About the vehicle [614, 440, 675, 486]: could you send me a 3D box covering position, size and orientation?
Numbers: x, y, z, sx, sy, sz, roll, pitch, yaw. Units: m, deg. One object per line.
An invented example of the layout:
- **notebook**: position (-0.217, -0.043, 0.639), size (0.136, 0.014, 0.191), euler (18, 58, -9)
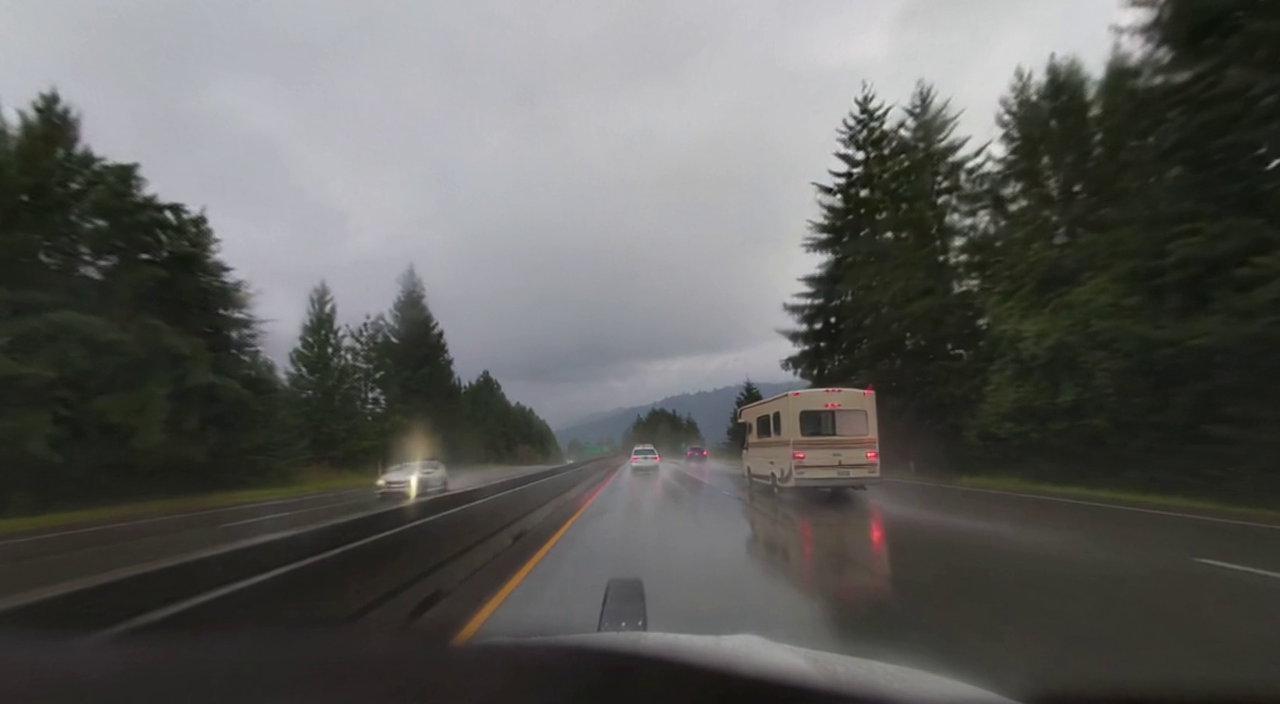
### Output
- **vehicle**: position (0.117, 4.207, 24.117), size (2.120, 1.575, 4.018), euler (0, -9, -1)

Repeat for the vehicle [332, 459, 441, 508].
- **vehicle**: position (-8.682, 4.510, 22.080), size (2.069, 1.468, 4.368), euler (0, -9, -1)

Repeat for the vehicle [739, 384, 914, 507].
- **vehicle**: position (4.859, 2.699, 18.124), size (2.745, 2.832, 7.035), euler (0, -9, -1)

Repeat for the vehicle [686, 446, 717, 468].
- **vehicle**: position (4.253, 7.271, 43.785), size (1.757, 1.459, 3.398), euler (0, -9, -1)
